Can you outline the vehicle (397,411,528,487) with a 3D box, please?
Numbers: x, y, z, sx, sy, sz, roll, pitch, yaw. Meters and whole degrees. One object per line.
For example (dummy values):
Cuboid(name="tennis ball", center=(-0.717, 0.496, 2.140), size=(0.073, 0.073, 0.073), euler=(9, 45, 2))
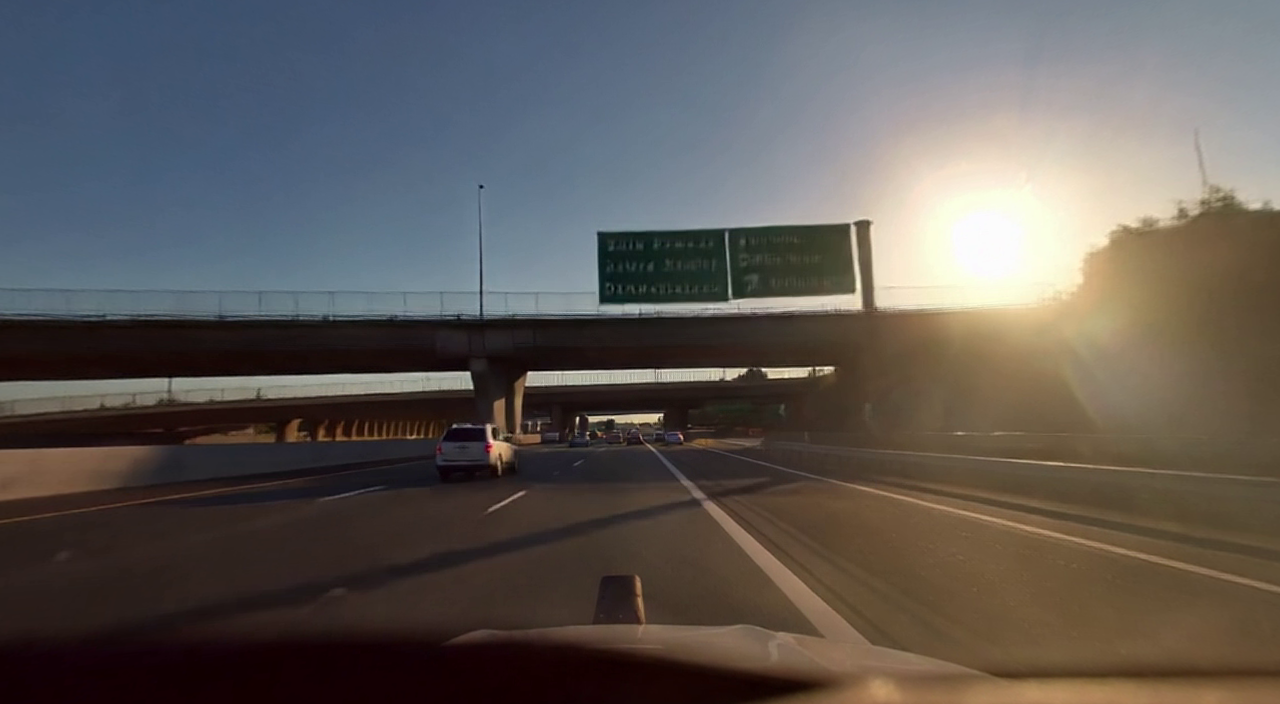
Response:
Cuboid(name="vehicle", center=(-4.491, 2.546, 16.820), size=(2.153, 1.730, 4.772), euler=(0, -8, -1))
